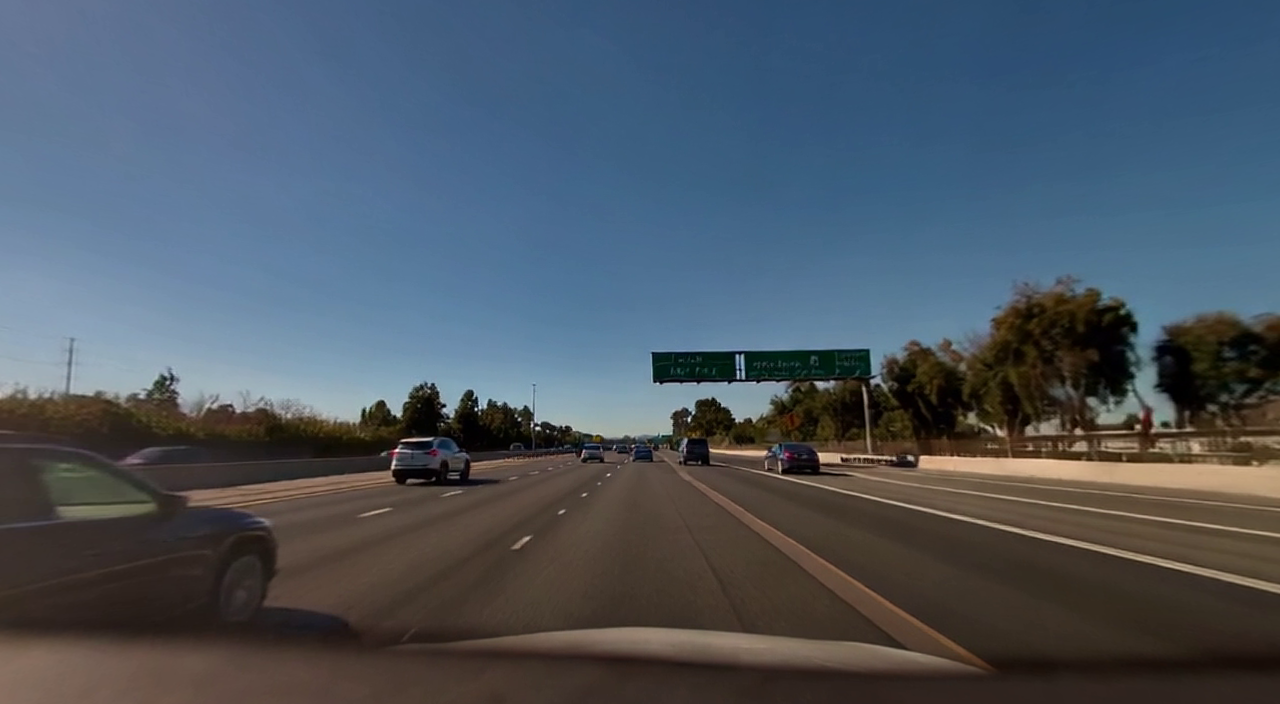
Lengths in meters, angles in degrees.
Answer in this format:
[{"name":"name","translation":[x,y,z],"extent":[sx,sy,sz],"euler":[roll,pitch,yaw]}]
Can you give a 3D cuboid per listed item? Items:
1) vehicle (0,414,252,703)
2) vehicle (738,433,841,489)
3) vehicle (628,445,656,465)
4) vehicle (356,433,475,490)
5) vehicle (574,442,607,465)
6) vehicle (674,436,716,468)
[{"name":"vehicle","translation":[-3.710,0.898,1.862],"extent":[1.952,1.489,4.871],"euler":[0,-9,1]},{"name":"vehicle","translation":[4.843,3.618,21.204],"extent":[2.196,1.659,4.451],"euler":[0,-9,-2]},{"name":"vehicle","translation":[0.197,7.914,48.484],"extent":[2.050,1.452,3.917],"euler":[0,-9,1]},{"name":"vehicle","translation":[-7.852,3.881,22.740],"extent":[2.199,1.781,5.271],"euler":[-1,-8,2]},{"name":"vehicle","translation":[-3.817,7.975,49.753],"extent":[2.118,1.750,4.875],"euler":[-1,-9,2]},{"name":"vehicle","translation":[3.641,6.768,42.902],"extent":[2.348,1.991,5.460],"euler":[0,-9,0]}]
